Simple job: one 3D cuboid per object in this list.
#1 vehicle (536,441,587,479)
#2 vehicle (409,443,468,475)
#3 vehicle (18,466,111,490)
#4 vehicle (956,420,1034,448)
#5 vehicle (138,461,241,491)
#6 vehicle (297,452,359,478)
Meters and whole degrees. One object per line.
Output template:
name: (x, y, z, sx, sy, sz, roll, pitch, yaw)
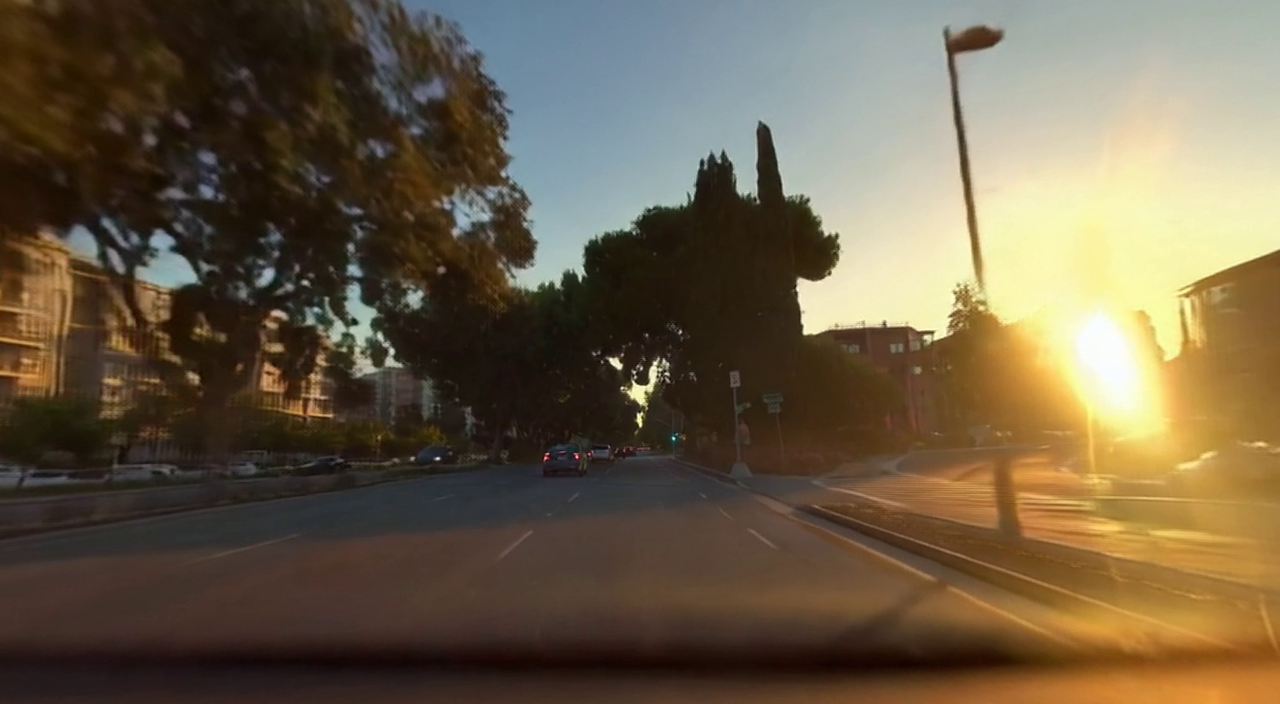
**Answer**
vehicle: (-3.814, 5.349, 31.561, 1.959, 1.741, 4.141, 0, -9, 1)
vehicle: (-12.208, 6.501, 38.578, 2.071, 1.817, 4.634, 0, -9, 0)
vehicle: (-36.984, 8.092, 40.636, 4.257, 1.446, 1.817, -1, -8, 2)
vehicle: (25.152, 5.903, 45.060, 2.195, 1.814, 5.872, 0, -8, 0)
vehicle: (-26.171, 7.186, 36.871, 1.812, 1.507, 4.428, -5, -10, 29)
vehicle: (-23.085, 8.358, 46.951, 2.059, 1.783, 4.824, -1, -9, 1)
